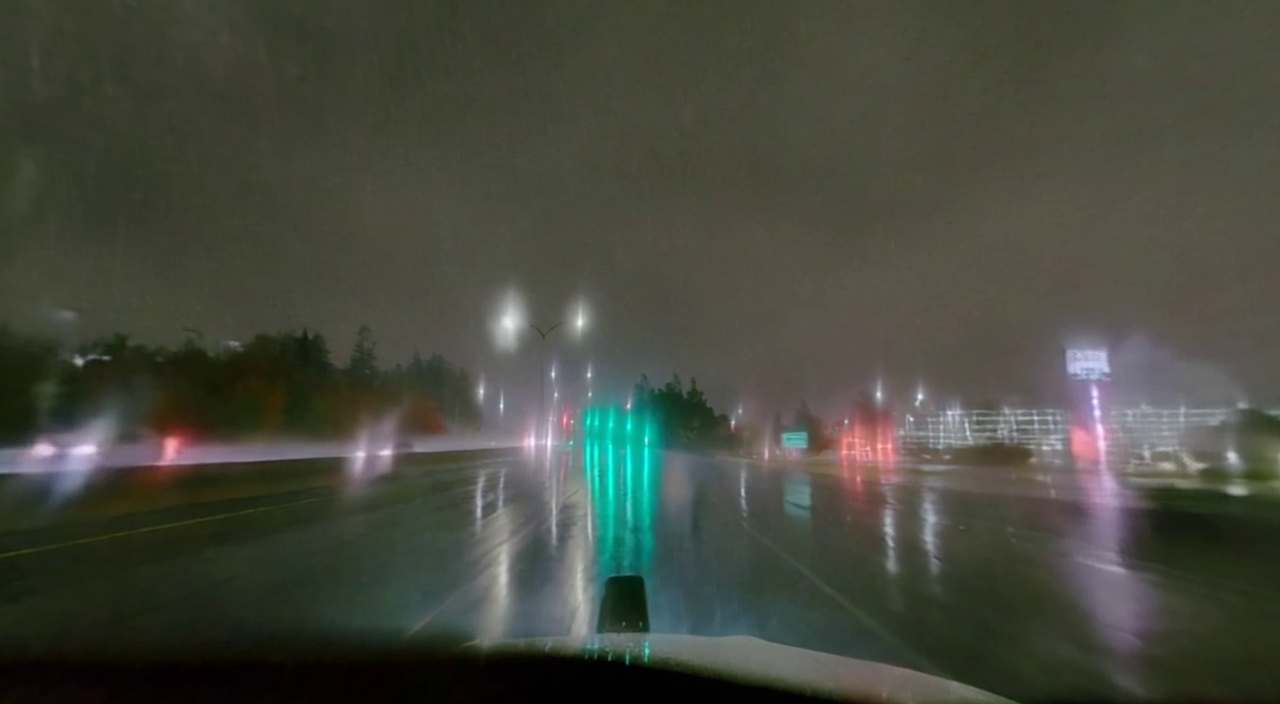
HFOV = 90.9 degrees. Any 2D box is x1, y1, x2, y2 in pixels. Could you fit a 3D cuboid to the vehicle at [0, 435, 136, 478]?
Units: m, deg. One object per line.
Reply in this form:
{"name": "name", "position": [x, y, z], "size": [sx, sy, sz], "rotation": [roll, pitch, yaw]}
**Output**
{"name": "vehicle", "position": [-22.825, 4.129, 25.175], "size": [1.872, 1.528, 4.287], "rotation": [0, -8, -1]}

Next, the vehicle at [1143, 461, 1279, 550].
{"name": "vehicle", "position": [9.414, 2.034, 8.059], "size": [2.635, 1.057, 4.249], "rotation": [2, -8, 3]}
